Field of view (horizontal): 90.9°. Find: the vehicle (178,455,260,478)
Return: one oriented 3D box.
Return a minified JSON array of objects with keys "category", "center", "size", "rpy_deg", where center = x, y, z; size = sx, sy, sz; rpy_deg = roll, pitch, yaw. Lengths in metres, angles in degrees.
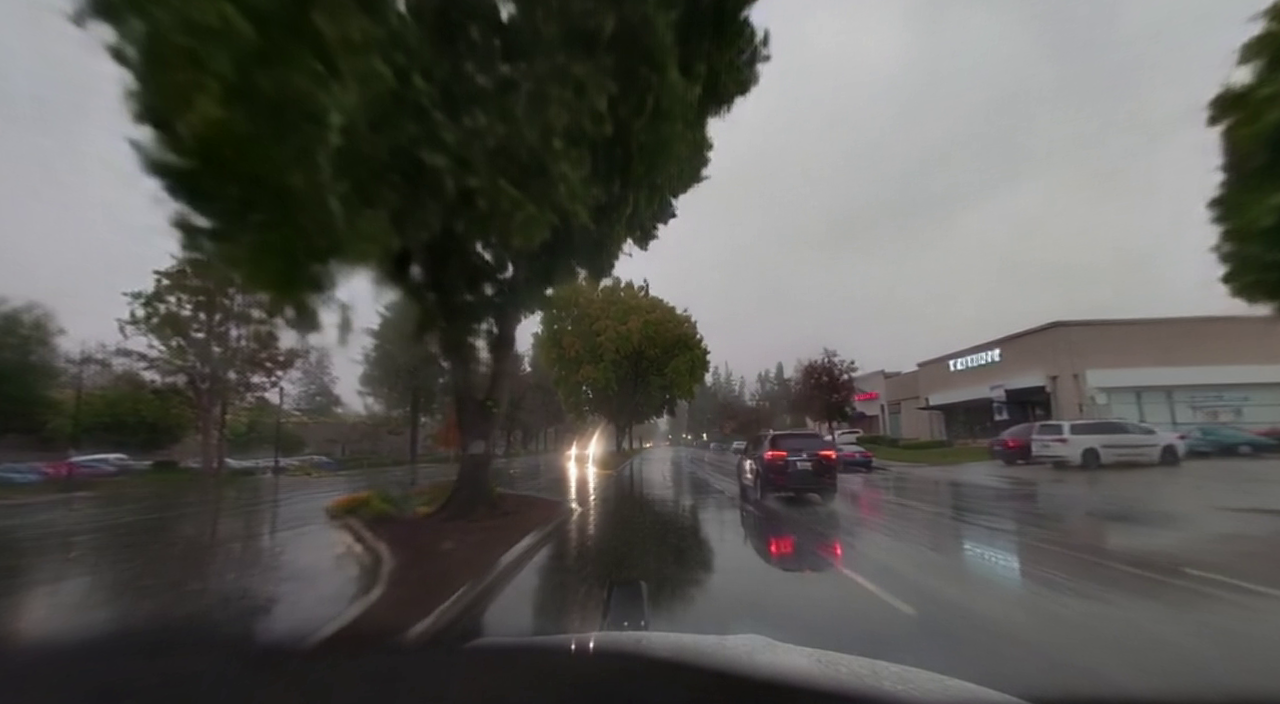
[{"category":"vehicle","center":[-28.949,7.891,43.422],"size":[4.246,1.457,1.889],"rpy_deg":[0,-8,1]}]

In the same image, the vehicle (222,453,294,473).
[{"category":"vehicle","center":[-29.613,8.611,48.890],"size":[4.306,1.459,2.001],"rpy_deg":[-1,-8,2]}]

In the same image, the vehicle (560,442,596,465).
[{"category":"vehicle","center":[-4.111,6.843,42.653],"size":[2.031,1.478,4.434],"rpy_deg":[0,-8,-1]}]

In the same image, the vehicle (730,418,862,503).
[{"category":"vehicle","center":[3.769,2.720,16.177],"size":[2.183,1.845,4.482],"rpy_deg":[0,-8,0]}]

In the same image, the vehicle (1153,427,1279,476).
[{"category":"vehicle","center":[20.727,3.352,21.395],"size":[4.695,1.570,2.066],"rpy_deg":[0,-8,3]}]

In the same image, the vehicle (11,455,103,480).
[{"category":"vehicle","center":[-42.663,8.482,46.203],"size":[4.701,1.723,1.969],"rpy_deg":[0,-8,-1]}]

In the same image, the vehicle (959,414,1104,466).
[{"category":"vehicle","center":[15.583,3.582,25.589],"size":[2.139,1.881,5.511],"rpy_deg":[0,-8,-2]}]

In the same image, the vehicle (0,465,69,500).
[{"category":"vehicle","center":[-29.748,6.115,29.548],"size":[4.196,1.424,1.928],"rpy_deg":[-2,-7,5]}]
